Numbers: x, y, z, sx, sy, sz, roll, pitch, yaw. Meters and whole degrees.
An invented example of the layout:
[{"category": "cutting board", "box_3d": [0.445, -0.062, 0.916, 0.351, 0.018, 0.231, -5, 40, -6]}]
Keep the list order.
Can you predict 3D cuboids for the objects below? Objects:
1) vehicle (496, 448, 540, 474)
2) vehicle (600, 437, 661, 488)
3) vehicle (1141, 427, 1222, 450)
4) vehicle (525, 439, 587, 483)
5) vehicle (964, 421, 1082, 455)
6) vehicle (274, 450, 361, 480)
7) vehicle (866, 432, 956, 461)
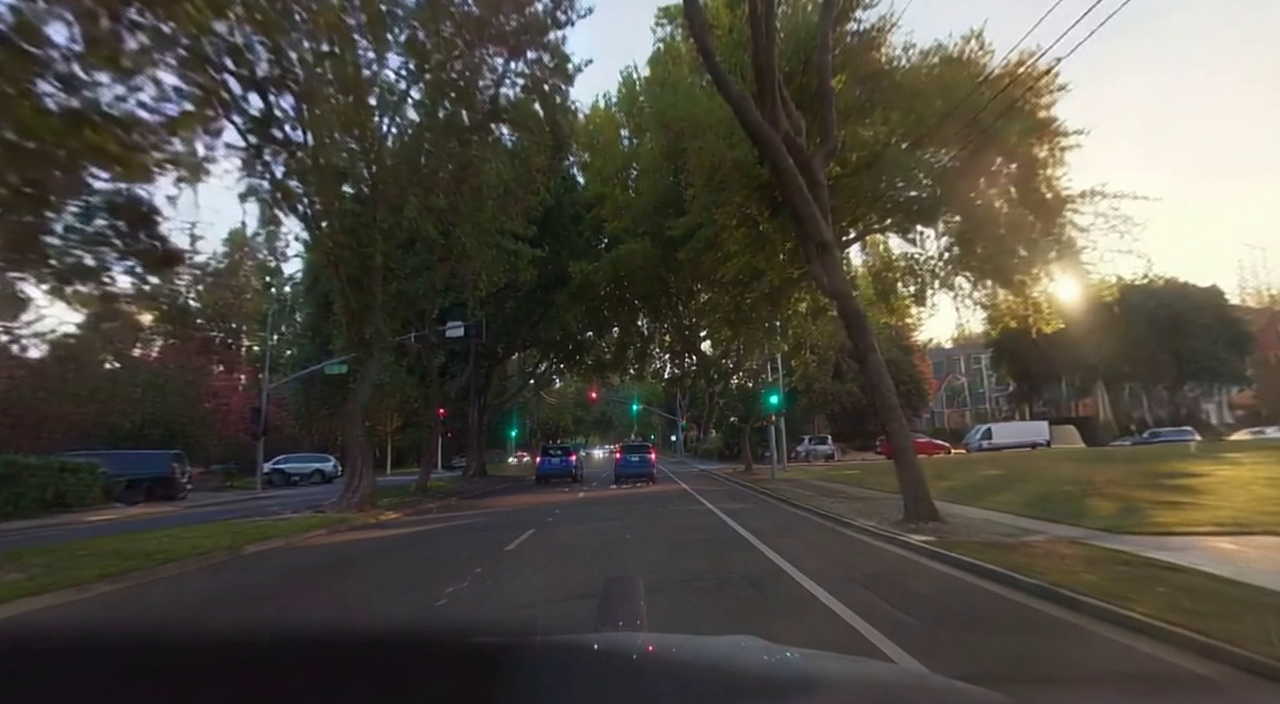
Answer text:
[{"category": "vehicle", "box_3d": [-7.996, 7.155, 41.729, 1.986, 1.637, 4.324, 0, -9, 0]}, {"category": "vehicle", "box_3d": [-0.346, 4.218, 24.441, 2.088, 1.735, 4.801, 0, -9, 0]}, {"category": "vehicle", "box_3d": [36.722, 5.887, 42.862, 3.873, 1.546, 1.842, 1, -8, -5]}, {"category": "vehicle", "box_3d": [-3.600, 4.769, 27.860, 2.097, 1.755, 4.336, 0, -9, 0]}, {"category": "vehicle", "box_3d": [25.603, 5.794, 42.412, 6.325, 2.155, 2.457, 0, -9, -4]}, {"category": "vehicle", "box_3d": [-21.263, 7.474, 41.830, 4.521, 1.753, 2.148, 1, -10, 0]}, {"category": "vehicle", "box_3d": [17.746, 6.224, 41.486, 4.932, 1.827, 2.031, 0, -9, -4]}]
